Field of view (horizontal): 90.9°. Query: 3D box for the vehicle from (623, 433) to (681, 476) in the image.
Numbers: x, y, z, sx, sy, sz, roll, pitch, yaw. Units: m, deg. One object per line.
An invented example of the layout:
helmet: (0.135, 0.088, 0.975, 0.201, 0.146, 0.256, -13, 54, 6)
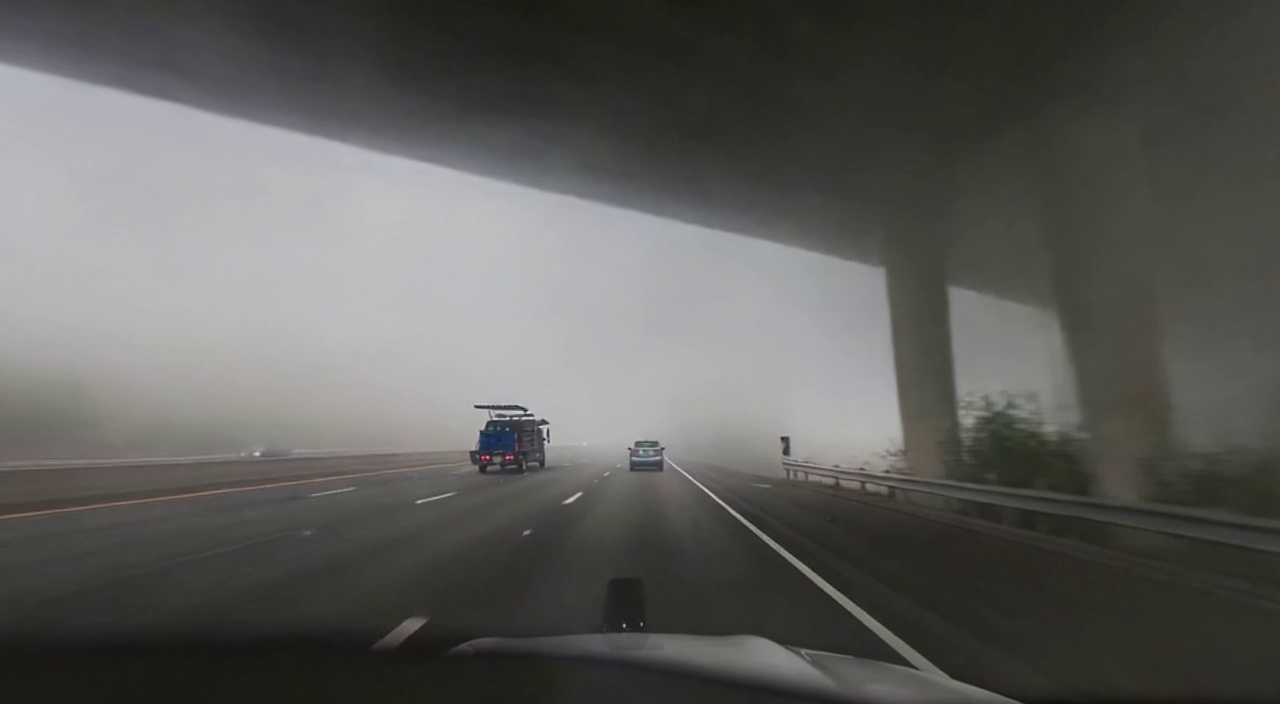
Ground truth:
vehicle: (0.507, 4.447, 27.535, 2.336, 1.722, 4.212, 0, -8, 0)

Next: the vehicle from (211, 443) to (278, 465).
vehicle: (-28.440, 7.337, 45.546, 1.791, 1.461, 4.568, 0, -8, 2)

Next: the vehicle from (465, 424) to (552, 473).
vehicle: (-6.541, 4.939, 32.543, 2.827, 2.236, 7.057, 0, -8, 1)
